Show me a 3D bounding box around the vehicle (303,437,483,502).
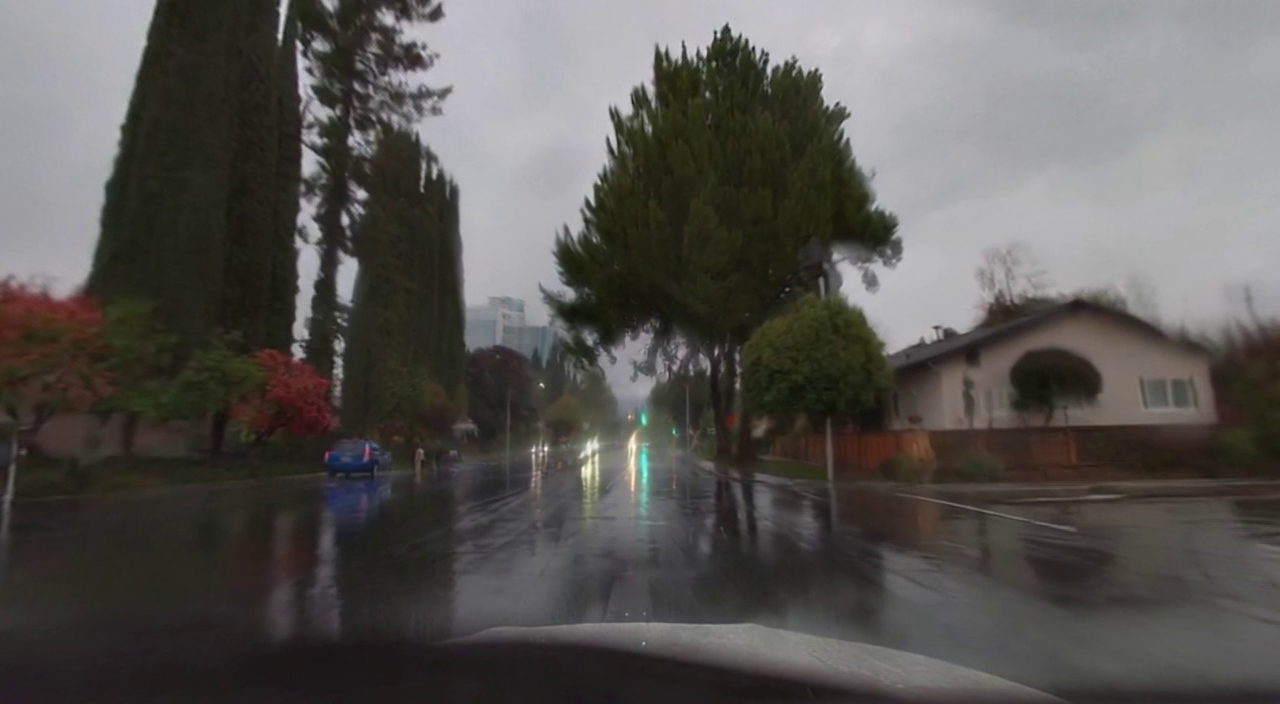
[{"bbox_3d":[-7.213,3.446,19.030,2.170,1.666,4.788,-5,-9,26],"label":"vehicle"}]
